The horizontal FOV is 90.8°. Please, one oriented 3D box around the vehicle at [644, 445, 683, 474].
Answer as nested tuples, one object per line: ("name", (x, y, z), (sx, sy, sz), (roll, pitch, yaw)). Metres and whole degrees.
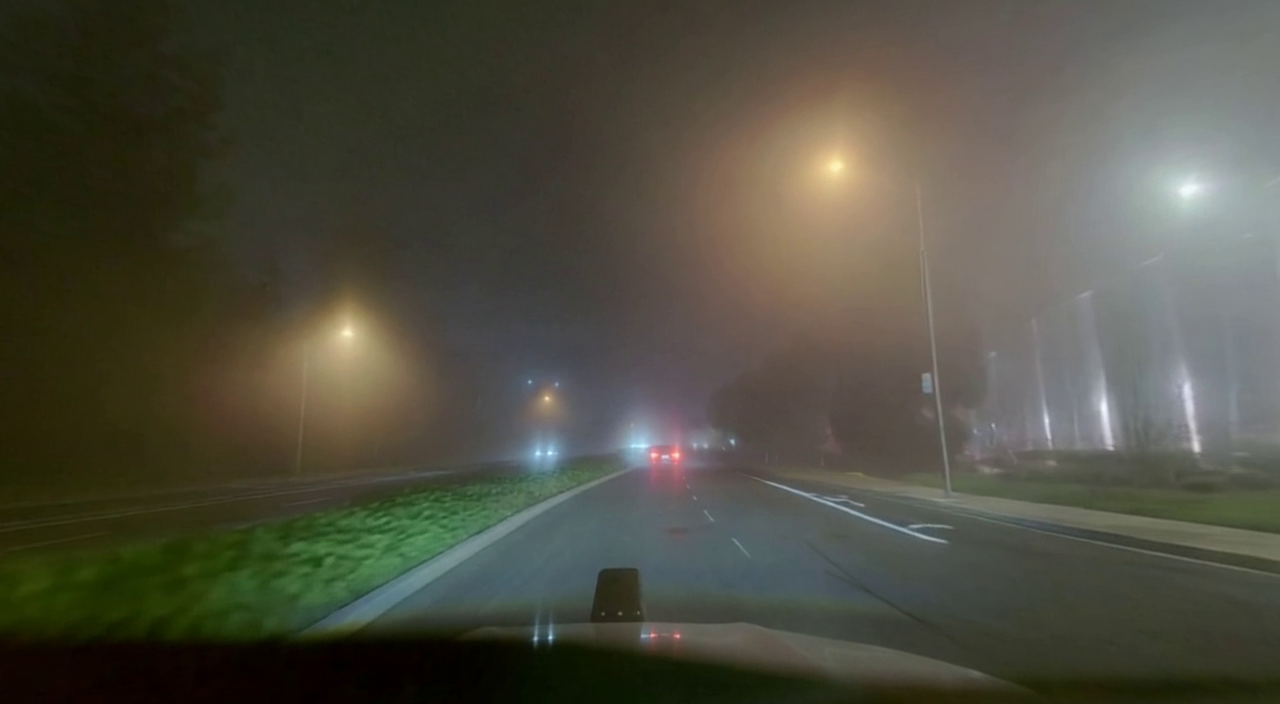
("vehicle", (1.366, 6.220, 36.864), (2.158, 1.600, 3.865), (-1, -8, 2))
